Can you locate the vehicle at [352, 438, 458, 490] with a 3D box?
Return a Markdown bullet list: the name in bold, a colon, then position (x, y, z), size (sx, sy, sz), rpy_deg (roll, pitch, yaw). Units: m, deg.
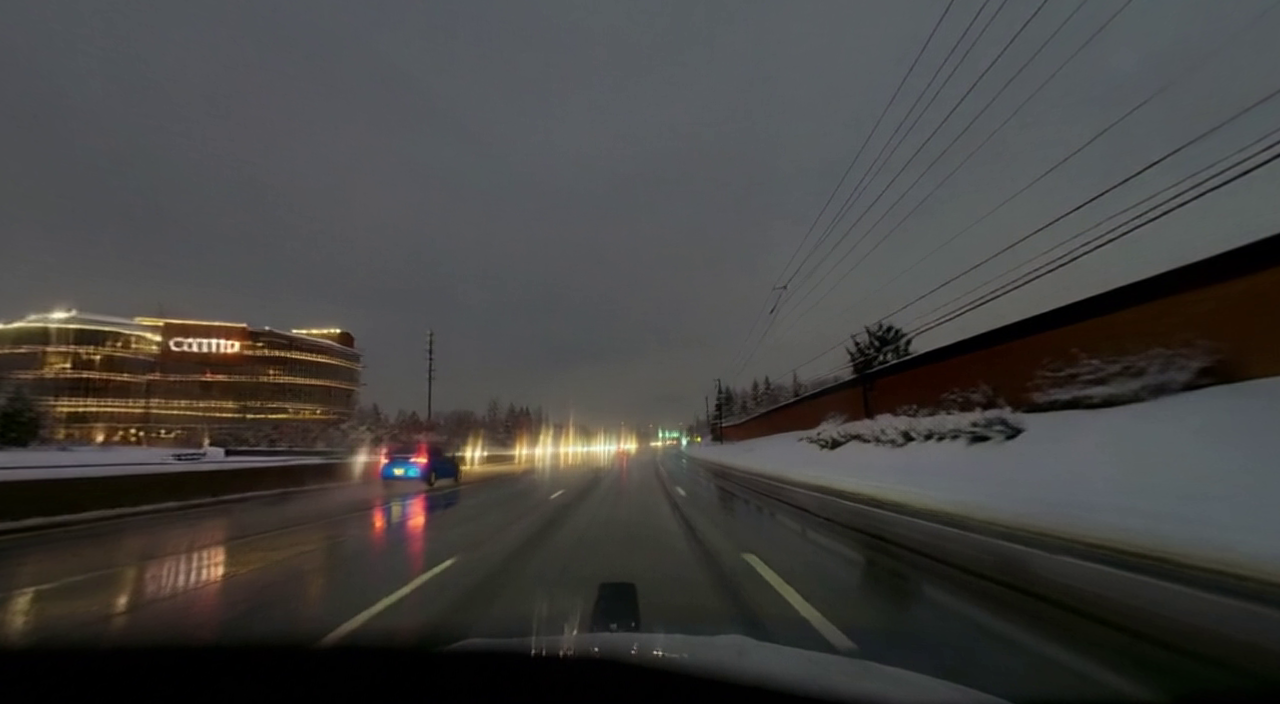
- **vehicle**: position (-7.738, 3.708, 21.254), size (2.013, 1.574, 3.923), rpy_deg (0, -8, 0)
